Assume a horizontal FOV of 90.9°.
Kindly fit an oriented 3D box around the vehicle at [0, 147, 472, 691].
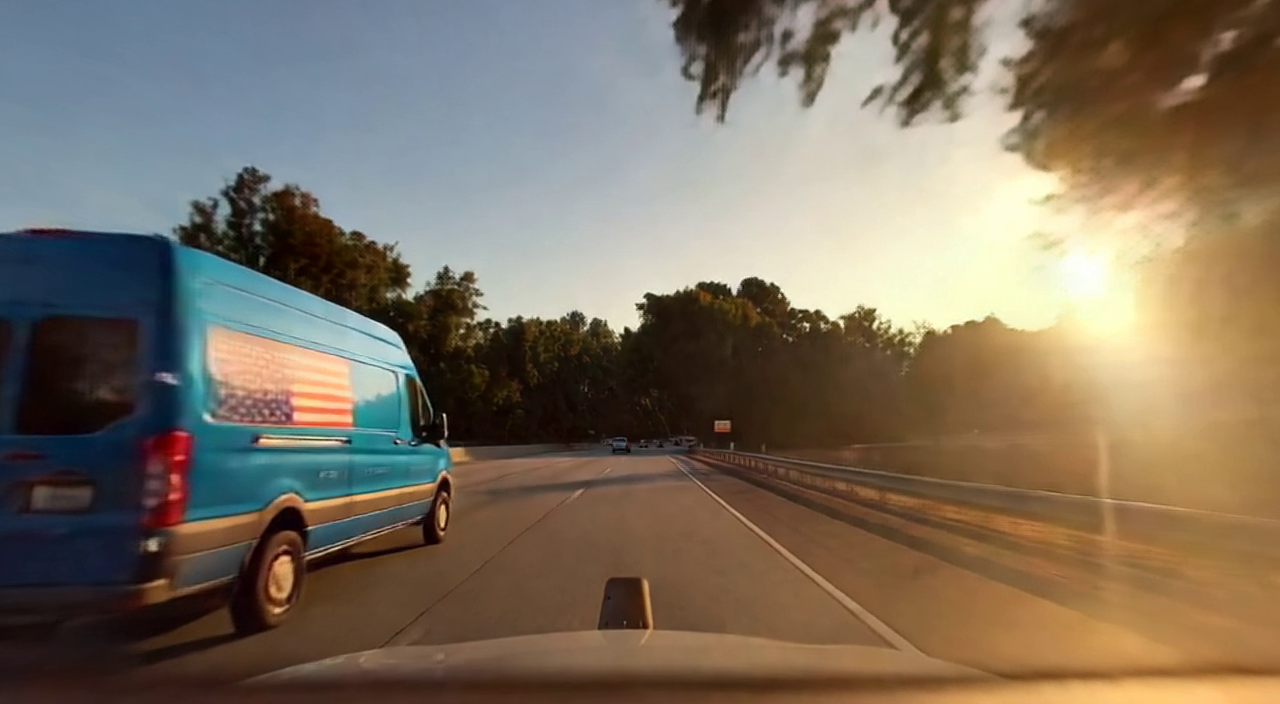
[{"bbox_3d":[-3.646,0.684,6.166,2.319,2.883,5.632,-1,-8,1],"label":"vehicle"}]
